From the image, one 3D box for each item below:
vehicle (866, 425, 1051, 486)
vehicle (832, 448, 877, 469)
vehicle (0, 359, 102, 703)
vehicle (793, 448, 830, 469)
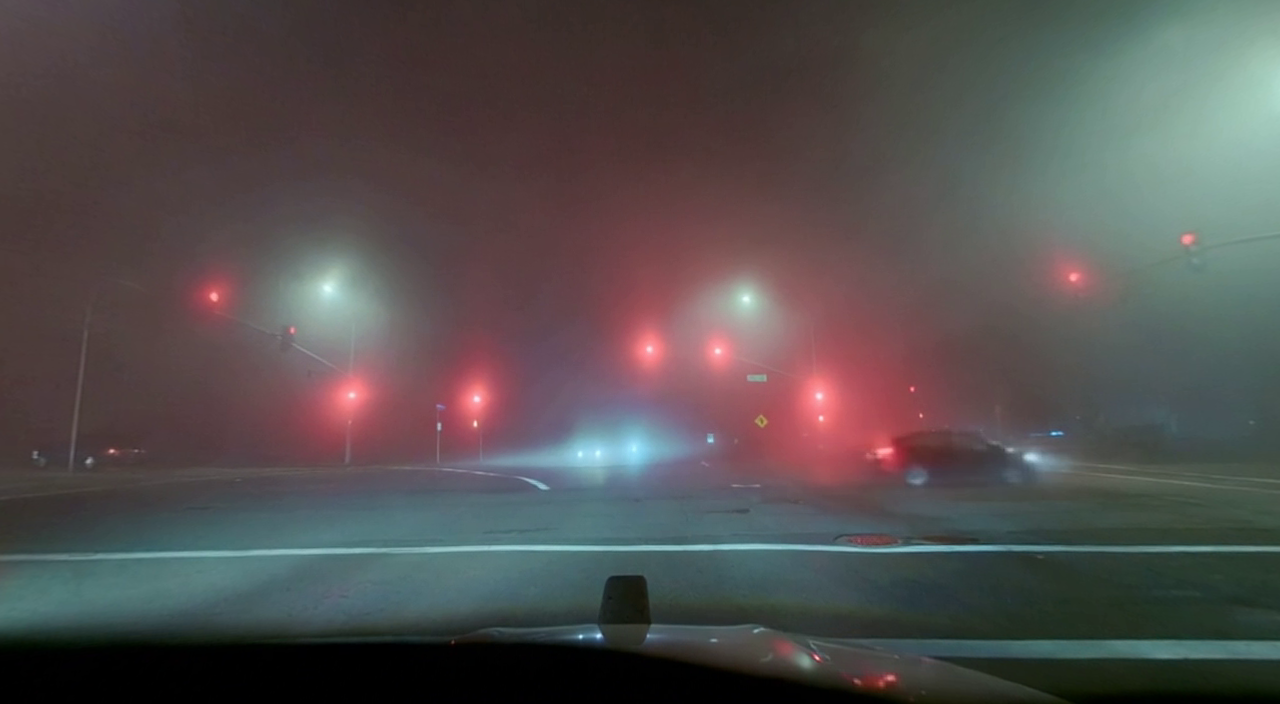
[{"bbox_3d":[8.266,2.719,16.672,3.894,1.490,1.810,-1,-8,3],"label":"vehicle"},{"bbox_3d":[15.568,7.746,46.027,1.714,1.458,4.206,0,-8,-1],"label":"vehicle"},{"bbox_3d":[-3.061,0.567,0.221,2.055,1.573,4.065,0,-8,2],"label":"vehicle"},{"bbox_3d":[12.581,7.847,46.541,1.647,1.386,3.725,-2,-8,0],"label":"vehicle"}]
